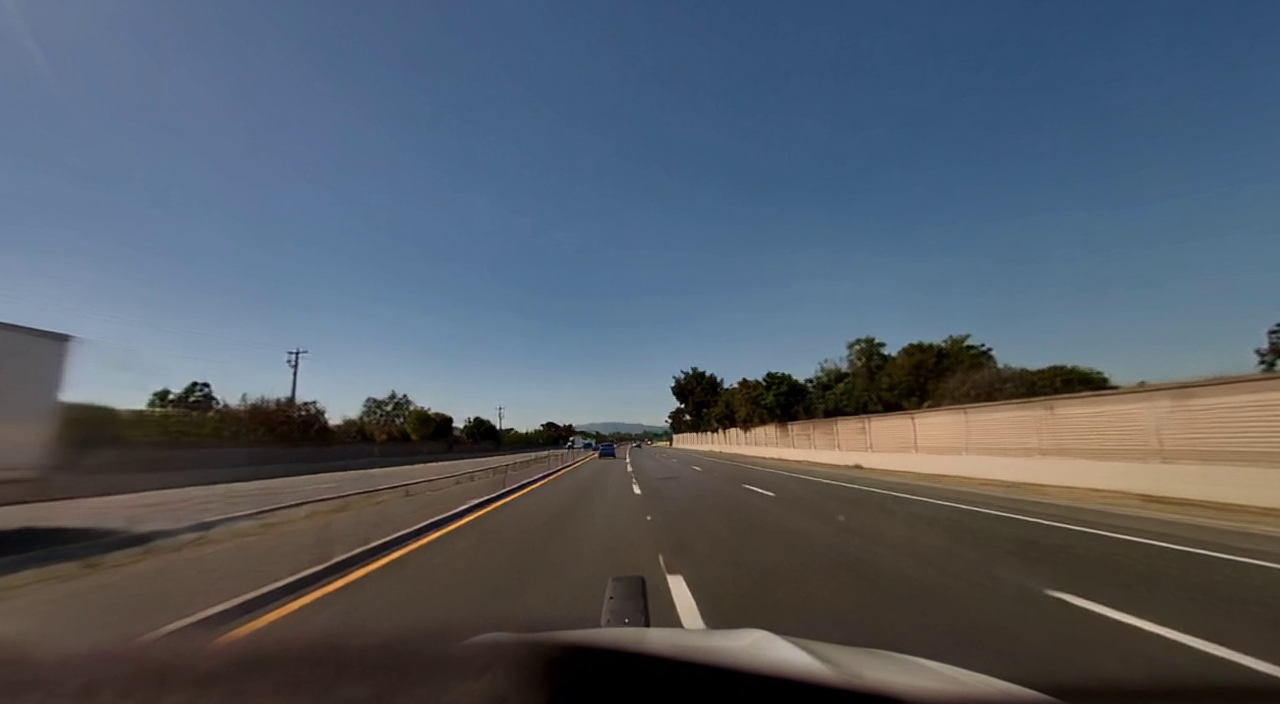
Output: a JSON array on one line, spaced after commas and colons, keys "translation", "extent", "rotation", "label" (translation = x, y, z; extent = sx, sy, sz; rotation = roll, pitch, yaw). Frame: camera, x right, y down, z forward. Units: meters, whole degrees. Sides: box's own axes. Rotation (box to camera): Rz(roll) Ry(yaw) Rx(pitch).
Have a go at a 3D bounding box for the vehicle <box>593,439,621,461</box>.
[{"translation": [-2.489, 7.472, 48.052], "extent": [2.009, 1.554, 4.013], "rotation": [0, -8, -1], "label": "vehicle"}]
